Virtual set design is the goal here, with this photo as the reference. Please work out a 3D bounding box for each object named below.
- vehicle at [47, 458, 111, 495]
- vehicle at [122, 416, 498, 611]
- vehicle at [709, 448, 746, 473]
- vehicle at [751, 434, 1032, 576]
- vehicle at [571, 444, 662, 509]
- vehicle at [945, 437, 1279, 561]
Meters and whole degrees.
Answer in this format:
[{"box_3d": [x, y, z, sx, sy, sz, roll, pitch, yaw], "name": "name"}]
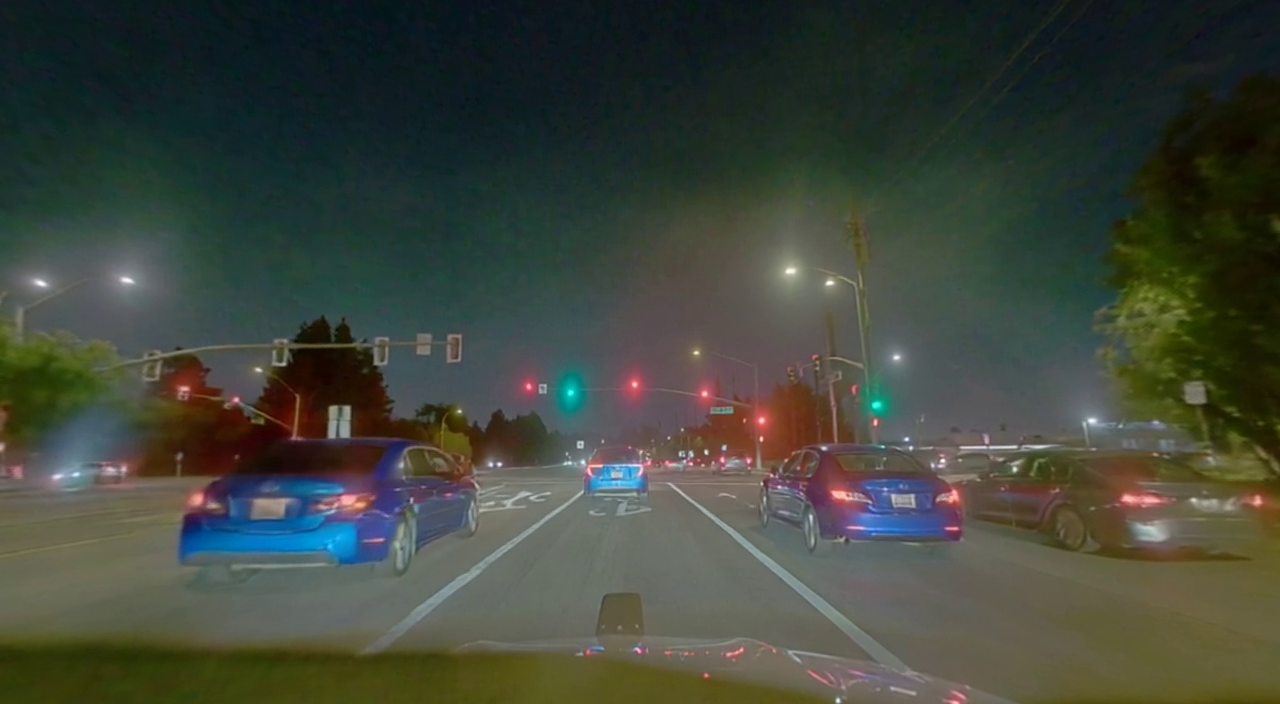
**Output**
[{"box_3d": [-29.840, 6.585, 33.727, 2.004, 1.689, 4.585, 6, -10, -36], "name": "vehicle"}, {"box_3d": [-3.240, 1.670, 7.501, 2.073, 1.606, 4.364, 0, -8, 0], "name": "vehicle"}, {"box_3d": [6.776, 8.427, 49.413, 2.113, 1.789, 4.622, 0, -8, -2], "name": "vehicle"}, {"box_3d": [3.086, 1.963, 9.023, 2.053, 1.490, 4.464, 0, -8, -2], "name": "vehicle"}, {"box_3d": [-0.536, 3.157, 16.519, 2.065, 1.464, 4.216, 0, -8, 0], "name": "vehicle"}, {"box_3d": [6.873, 2.086, 9.794, 2.004, 1.455, 4.417, 0, -8, -1], "name": "vehicle"}]
